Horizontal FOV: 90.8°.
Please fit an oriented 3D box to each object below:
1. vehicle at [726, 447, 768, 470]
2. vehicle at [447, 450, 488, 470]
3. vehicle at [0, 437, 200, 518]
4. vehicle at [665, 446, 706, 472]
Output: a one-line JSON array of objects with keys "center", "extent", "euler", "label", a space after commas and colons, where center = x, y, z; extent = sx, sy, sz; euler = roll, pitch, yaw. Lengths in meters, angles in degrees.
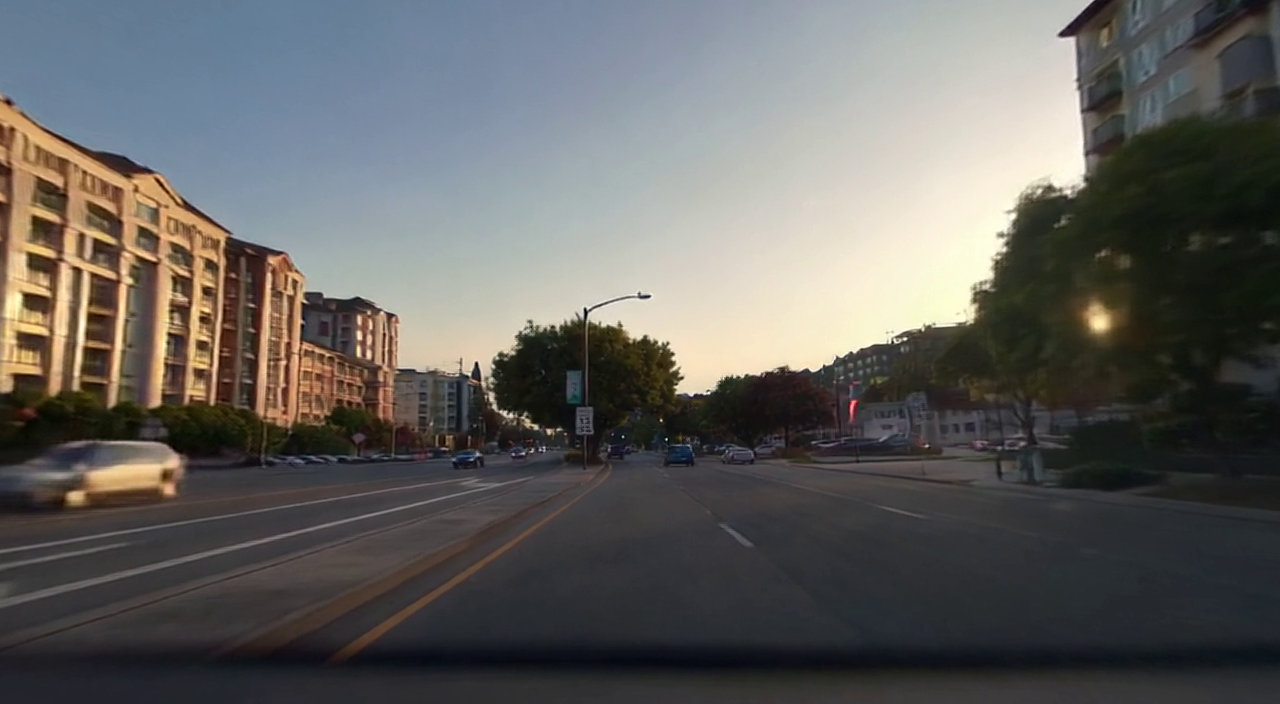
[{"center": [7.052, 7.053, 42.075], "extent": [1.932, 1.439, 4.159], "euler": [0, -9, -3], "label": "vehicle"}, {"center": [-13.387, 8.427, 49.393], "extent": [1.946, 1.441, 4.661], "euler": [0, -9, -1], "label": "vehicle"}, {"center": [-13.473, 2.998, 15.632], "extent": [1.953, 1.688, 4.435], "euler": [0, -9, 0], "label": "vehicle"}, {"center": [2.794, 6.728, 39.893], "extent": [2.020, 1.479, 4.650], "euler": [0, -9, -3], "label": "vehicle"}]
